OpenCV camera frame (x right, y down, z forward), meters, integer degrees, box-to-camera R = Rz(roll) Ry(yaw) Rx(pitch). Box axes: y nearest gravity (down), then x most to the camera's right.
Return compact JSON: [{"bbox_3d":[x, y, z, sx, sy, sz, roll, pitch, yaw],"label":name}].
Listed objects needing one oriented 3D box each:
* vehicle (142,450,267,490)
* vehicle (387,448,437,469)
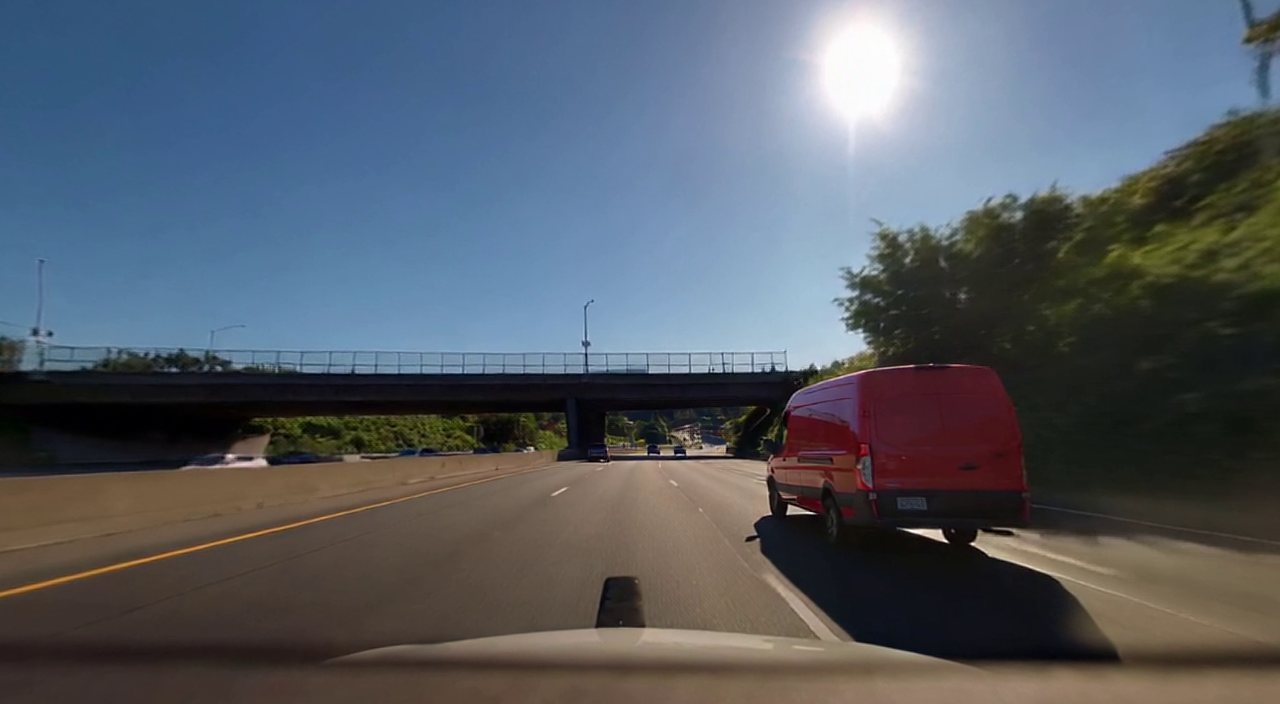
[{"bbox_3d":[-17.976,4.857,26.395,1.969,1.480,4.473,0,-8,1],"label":"vehicle"},{"bbox_3d":[-17.263,8.087,48.020,1.905,1.474,4.495,-1,-8,3],"label":"vehicle"}]
